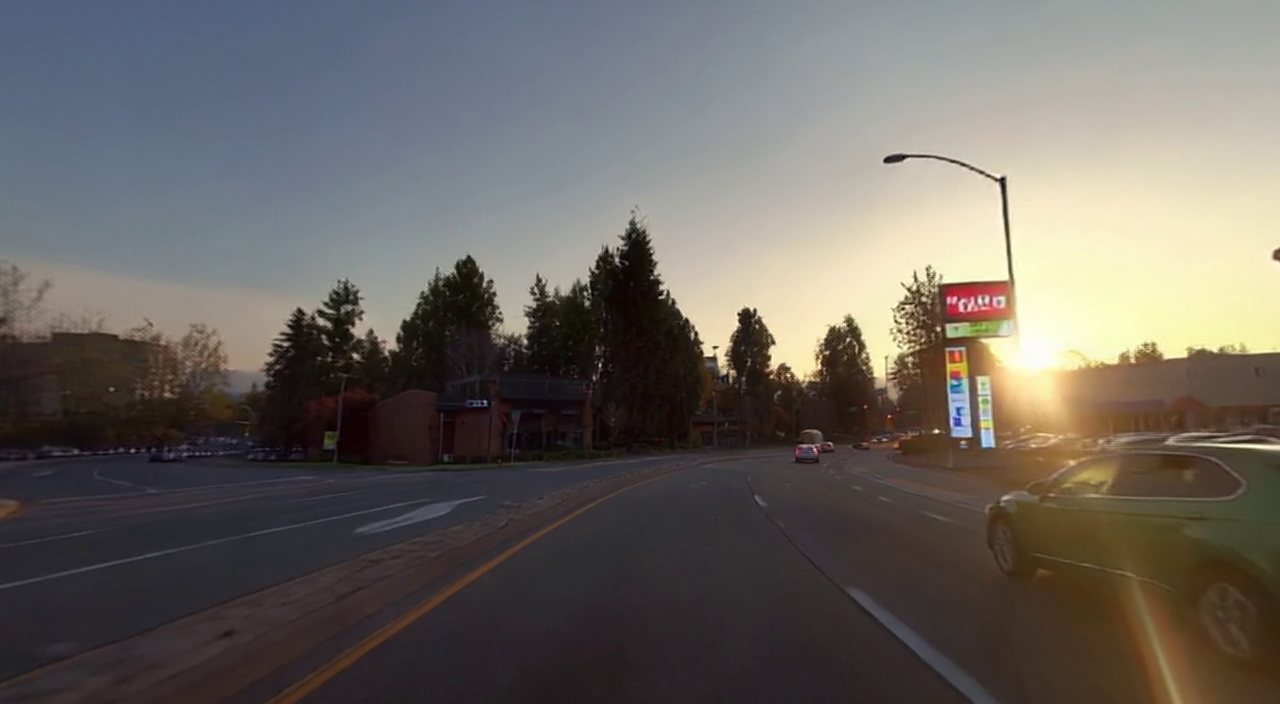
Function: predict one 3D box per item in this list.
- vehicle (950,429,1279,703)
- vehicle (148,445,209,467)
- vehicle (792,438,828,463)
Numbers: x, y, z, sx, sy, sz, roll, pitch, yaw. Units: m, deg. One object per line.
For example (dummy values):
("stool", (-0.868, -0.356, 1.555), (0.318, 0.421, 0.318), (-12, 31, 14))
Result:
("vehicle", (4.344, 1.339, 4.609), (1.938, 1.466, 4.434), (0, -9, 1))
("vehicle", (-32.717, 7.370, 44.813), (1.779, 1.458, 4.279), (2, -9, -11))
("vehicle", (12.438, 7.168, 45.887), (2.311, 1.715, 4.287), (-3, -9, 17))
